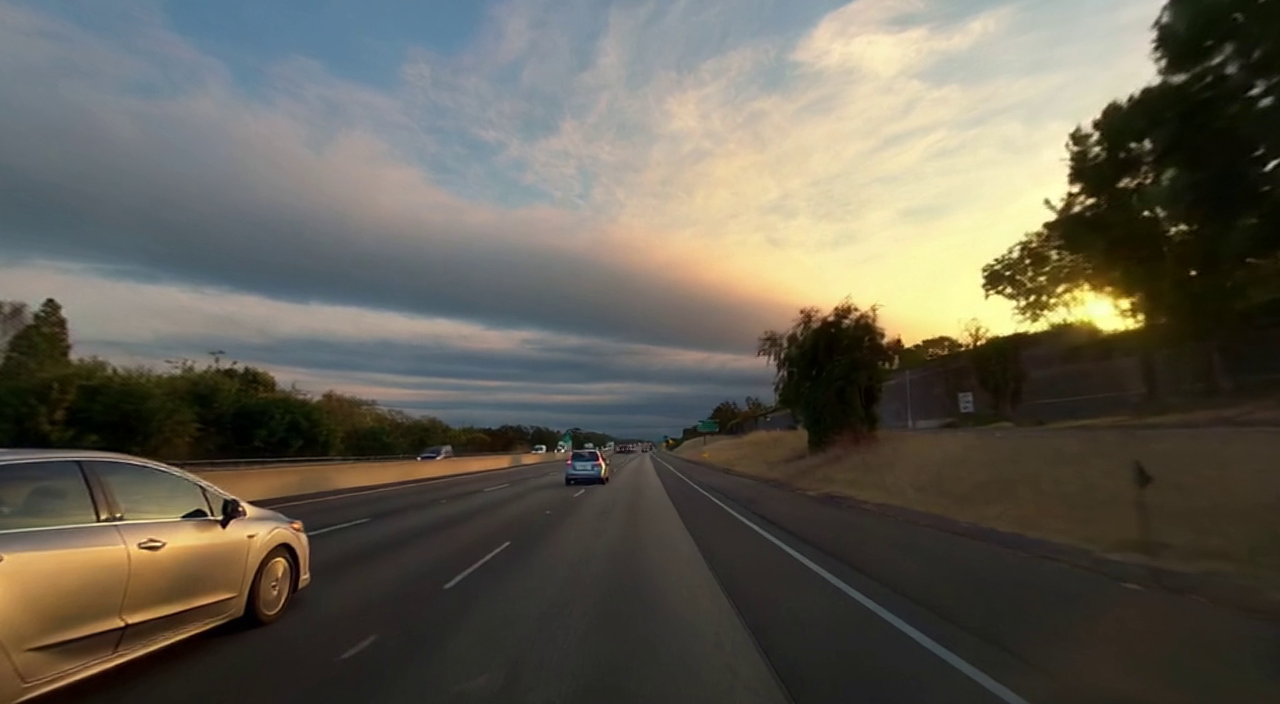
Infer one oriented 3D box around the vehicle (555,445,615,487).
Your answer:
[{"bbox_3d":[-2.076,4.485,25.012,1.908,1.515,3.871,0,-9,2],"label":"vehicle"}]
